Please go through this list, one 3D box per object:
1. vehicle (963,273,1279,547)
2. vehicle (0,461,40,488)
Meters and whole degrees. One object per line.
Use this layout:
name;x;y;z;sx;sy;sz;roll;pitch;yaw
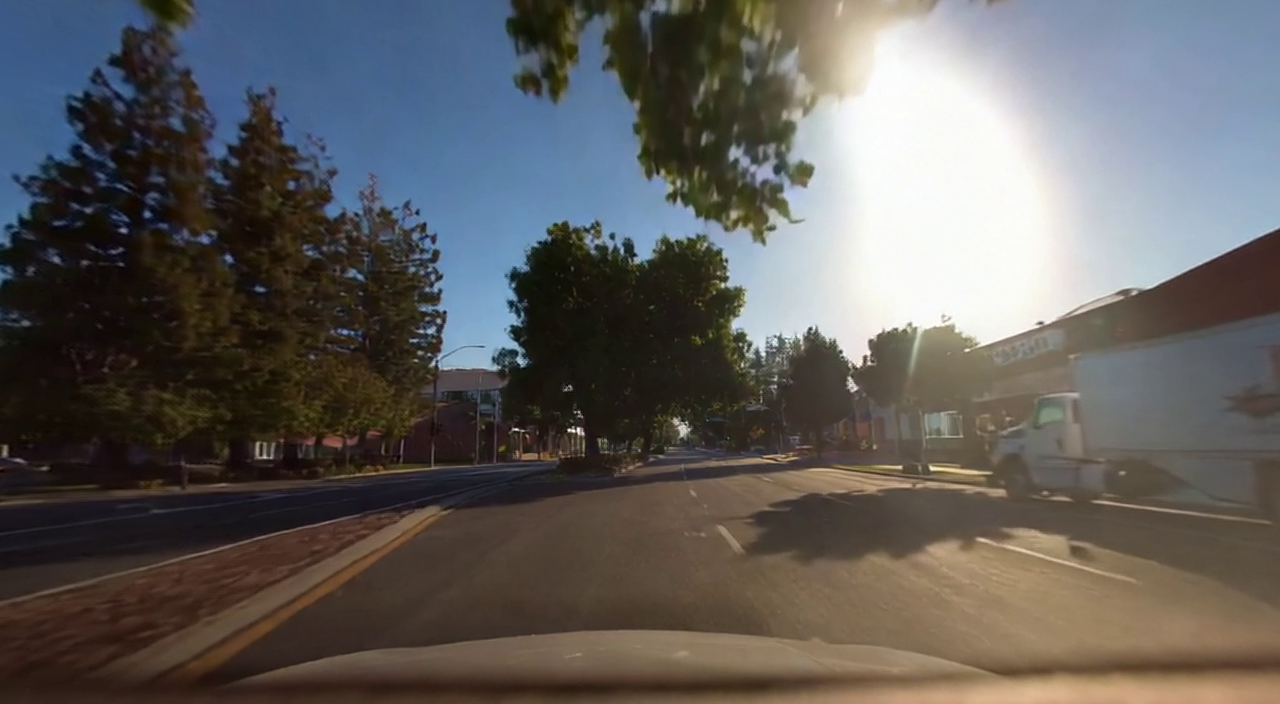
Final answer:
vehicle;9.710;1.074;10.382;2.946;3.506;10.682;0;-9;-1
vehicle;-49.014;9.380;48.546;2.063;1.854;4.669;2;-9;-16
